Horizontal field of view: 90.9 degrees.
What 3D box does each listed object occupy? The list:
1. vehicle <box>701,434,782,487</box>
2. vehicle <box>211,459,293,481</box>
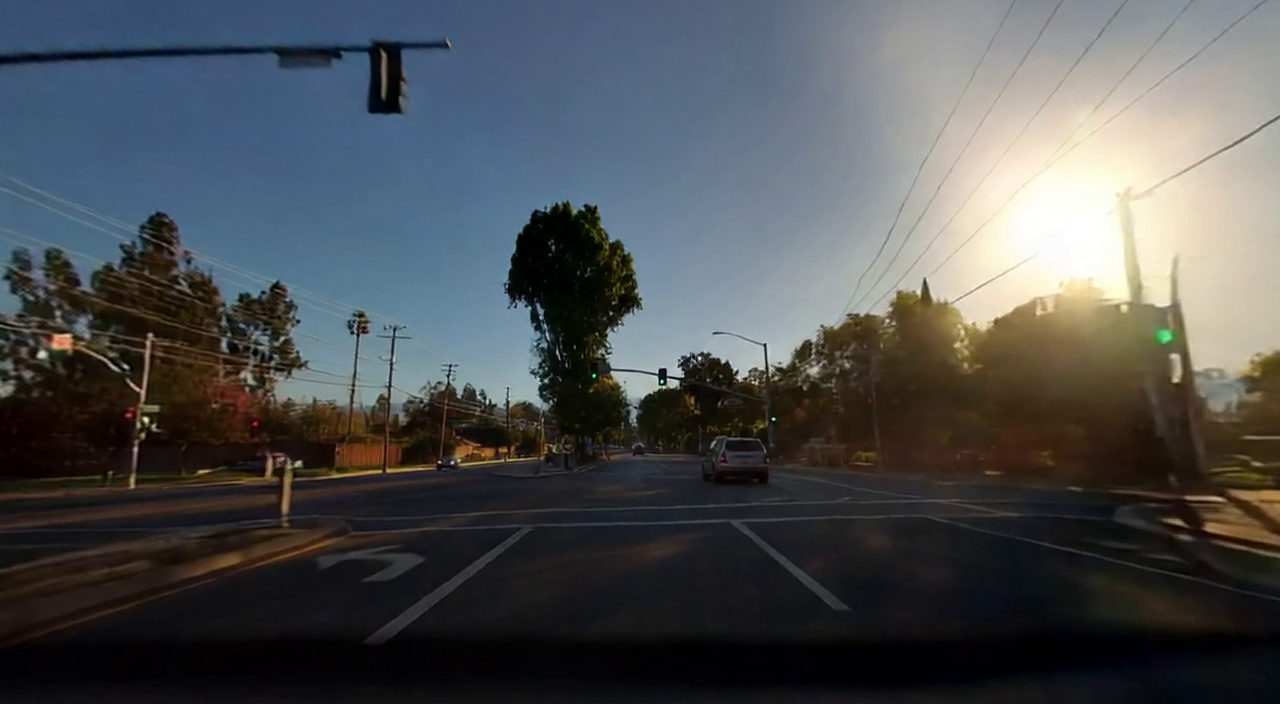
[{"bbox_3d":[3.710,4.050,23.918,2.240,1.781,4.433,0,-8,-1],"label":"vehicle"},{"bbox_3d":[-27.763,8.423,45.193,4.673,1.465,1.853,0,-8,-1],"label":"vehicle"}]
